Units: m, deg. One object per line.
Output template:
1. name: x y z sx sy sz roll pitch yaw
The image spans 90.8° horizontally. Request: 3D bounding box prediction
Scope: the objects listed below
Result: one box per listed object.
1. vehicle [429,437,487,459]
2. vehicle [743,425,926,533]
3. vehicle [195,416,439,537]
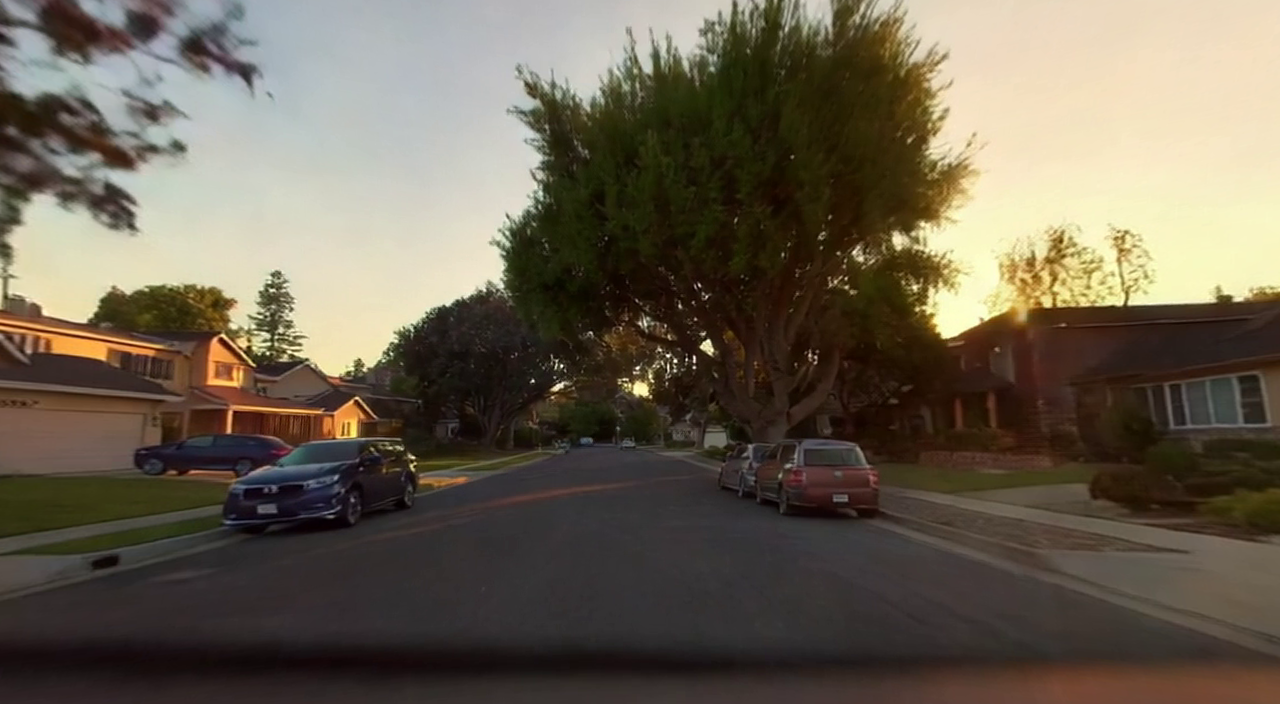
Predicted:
1. vehicle: -14.185 7.558 49.467 3.921 1.629 1.832 0 -10 2
2. vehicle: 3.536 2.404 12.578 2.033 1.730 4.554 0 -9 -2
3. vehicle: -6.280 2.515 13.415 2.322 1.949 5.695 -1 -9 -2
